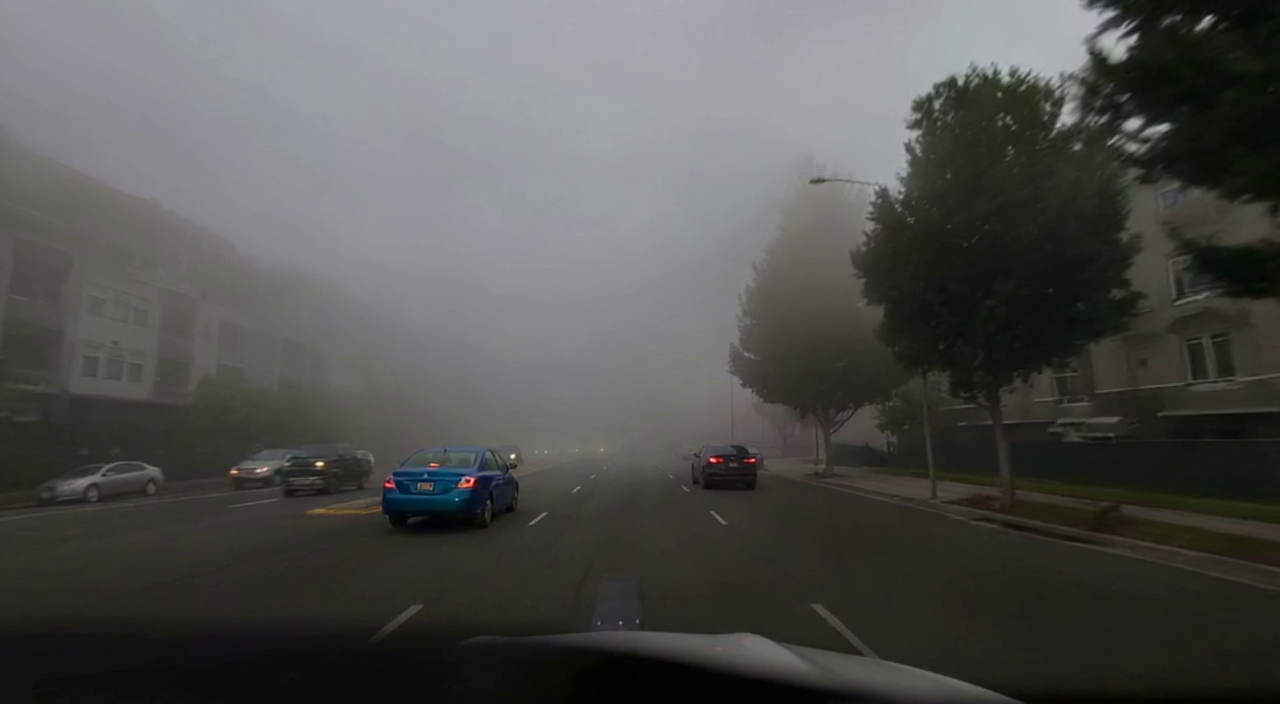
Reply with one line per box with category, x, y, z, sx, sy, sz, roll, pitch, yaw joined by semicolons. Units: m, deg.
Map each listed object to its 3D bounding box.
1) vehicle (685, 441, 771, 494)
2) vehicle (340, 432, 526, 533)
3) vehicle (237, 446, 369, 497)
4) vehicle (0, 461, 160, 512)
vehicle;2.641;3.613;20.160;1.978;1.471;4.426;0;-9;-2
vehicle;-3.537;2.301;11.736;2.062;1.527;4.044;0;-9;0
vehicle;-11.329;4.005;21.681;1.996;1.535;4.474;0;-9;1
vehicle;-17.917;4.231;20.251;1.884;1.362;4.151;-2;-9;-1
